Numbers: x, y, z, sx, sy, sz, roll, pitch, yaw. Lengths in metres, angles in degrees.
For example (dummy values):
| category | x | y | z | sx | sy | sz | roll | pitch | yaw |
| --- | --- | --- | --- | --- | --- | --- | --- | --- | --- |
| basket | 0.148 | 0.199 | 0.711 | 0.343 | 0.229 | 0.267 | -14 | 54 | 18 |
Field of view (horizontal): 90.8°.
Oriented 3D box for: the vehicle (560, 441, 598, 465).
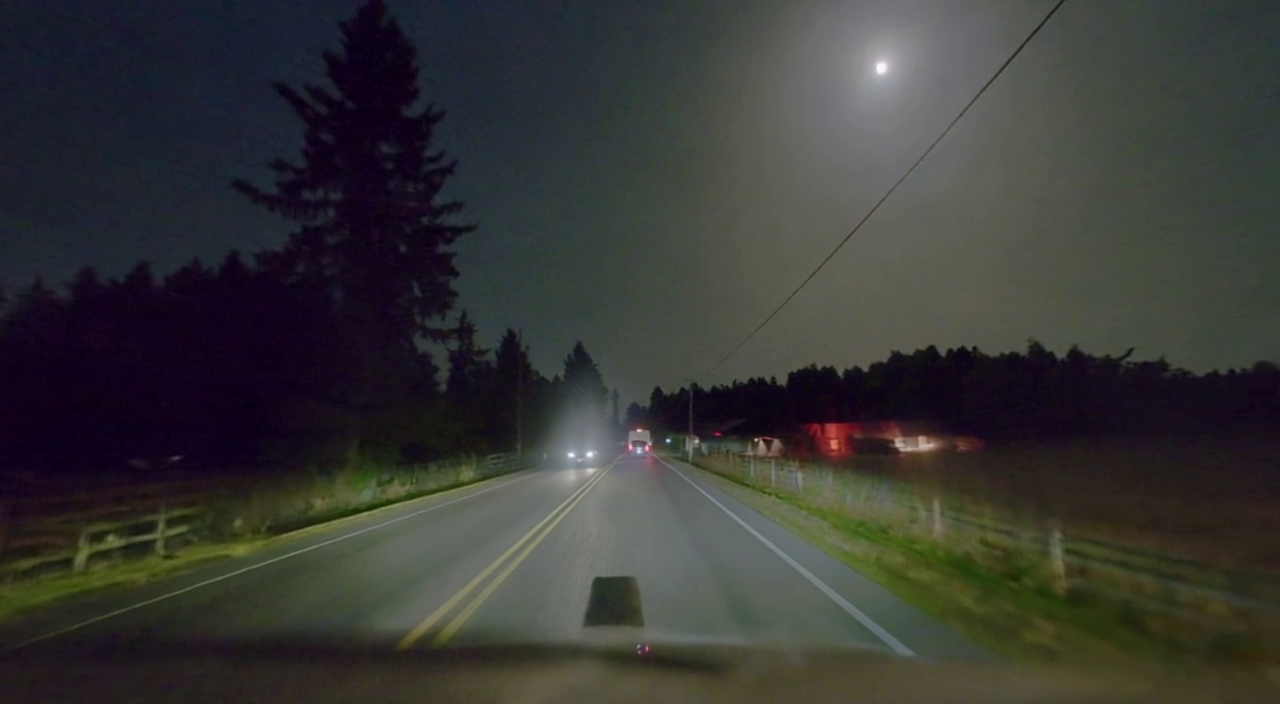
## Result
| category | x | y | z | sx | sy | sz | roll | pitch | yaw |
| --- | --- | --- | --- | --- | --- | --- | --- | --- | --- |
| vehicle | -3.951 | 6.637 | 41.607 | 2.021 | 1.491 | 4.519 | 0 | -8 | 0 |
